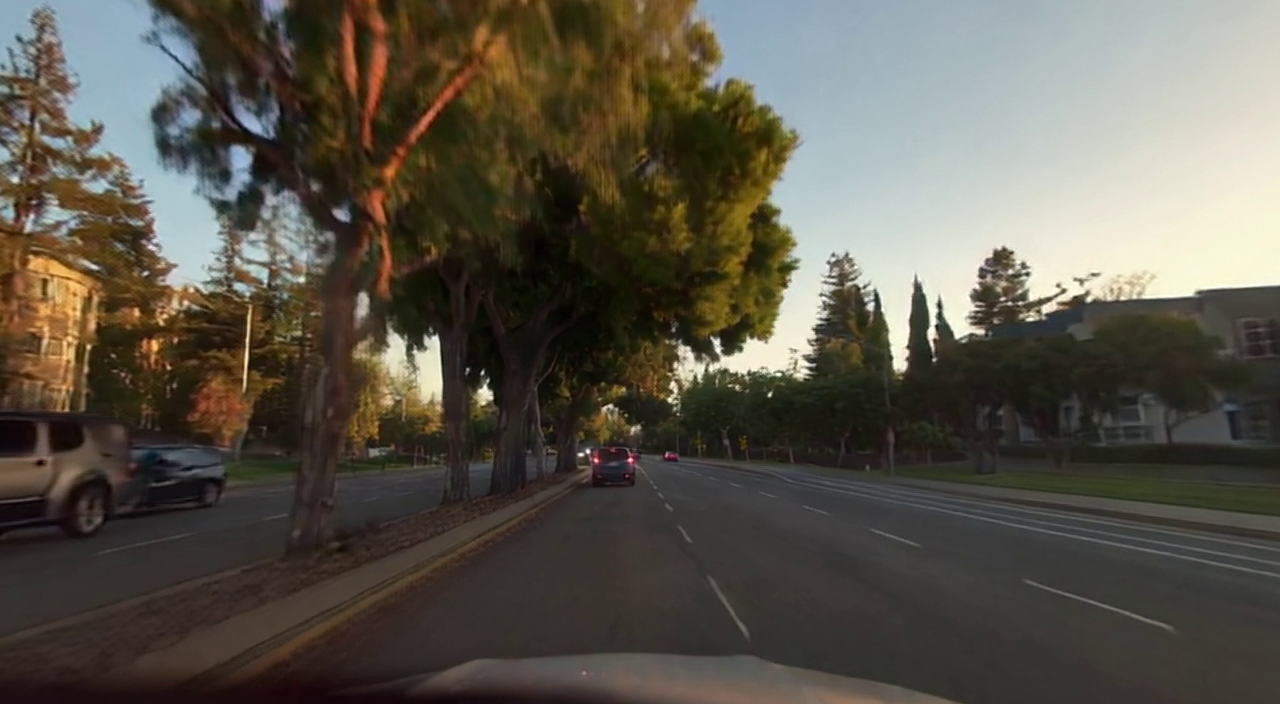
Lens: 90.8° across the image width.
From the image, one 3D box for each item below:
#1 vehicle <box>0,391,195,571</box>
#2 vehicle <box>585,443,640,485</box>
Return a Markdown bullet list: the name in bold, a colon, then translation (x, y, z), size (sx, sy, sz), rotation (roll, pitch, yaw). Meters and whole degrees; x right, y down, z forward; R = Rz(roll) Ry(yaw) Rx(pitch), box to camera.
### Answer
- **vehicle**: translation (-8.762, 1.623, 8.174), size (2.386, 2.101, 4.923), rotation (1, -8, 0)
- **vehicle**: translation (-1.065, 4.691, 26.746), size (2.093, 1.591, 4.247), rotation (0, -8, 0)
